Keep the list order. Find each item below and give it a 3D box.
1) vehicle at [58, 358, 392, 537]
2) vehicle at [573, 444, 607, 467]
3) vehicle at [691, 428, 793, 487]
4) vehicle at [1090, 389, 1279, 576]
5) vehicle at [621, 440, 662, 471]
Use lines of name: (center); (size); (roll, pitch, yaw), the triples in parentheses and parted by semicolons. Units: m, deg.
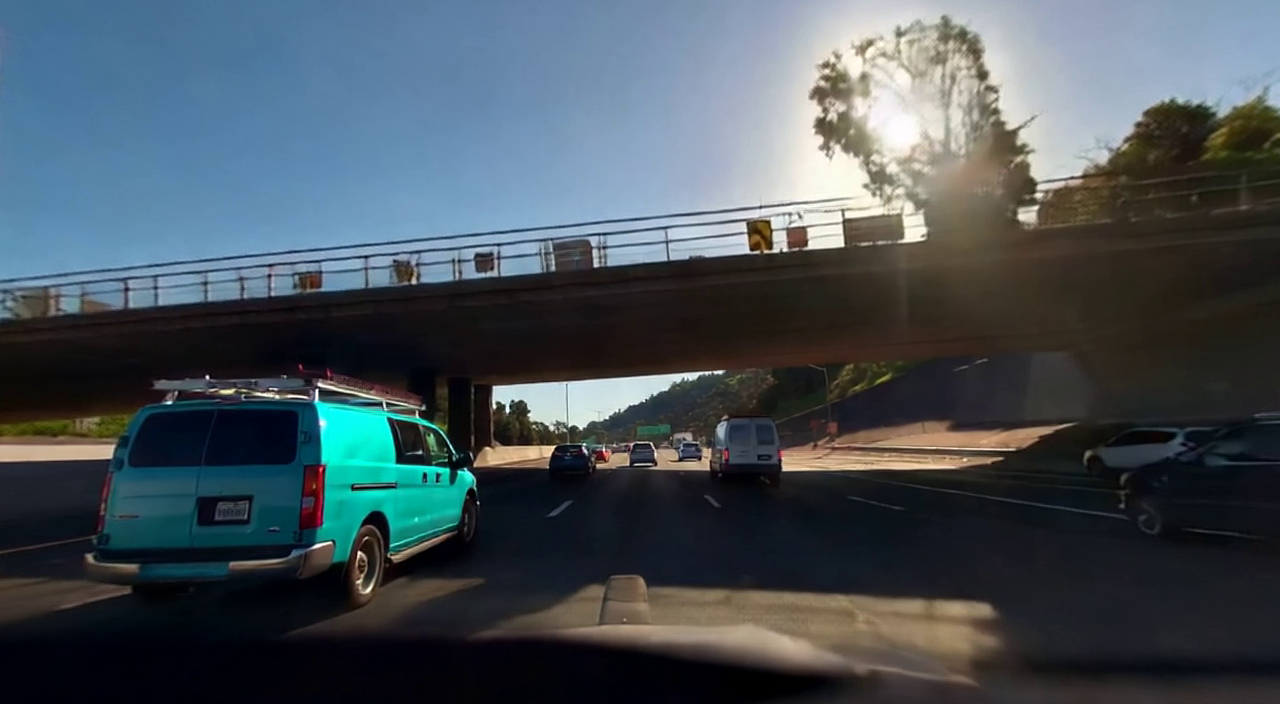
vehicle: (-7.588, 1.914, 12.868); (2.336, 2.708, 6.421); (0, -8, 0)
vehicle: (-3.356, 7.059, 43.292); (1.970, 1.483, 4.071); (0, -9, 1)
vehicle: (3.566, 3.888, 23.511); (2.777, 1.895, 5.710); (0, -9, -1)
vehicle: (7.508, 1.248, 5.944); (2.304, 1.840, 5.706); (0, -9, 0)
vehicle: (0.085, 5.759, 35.362); (2.115, 1.617, 4.102); (0, -9, 0)
